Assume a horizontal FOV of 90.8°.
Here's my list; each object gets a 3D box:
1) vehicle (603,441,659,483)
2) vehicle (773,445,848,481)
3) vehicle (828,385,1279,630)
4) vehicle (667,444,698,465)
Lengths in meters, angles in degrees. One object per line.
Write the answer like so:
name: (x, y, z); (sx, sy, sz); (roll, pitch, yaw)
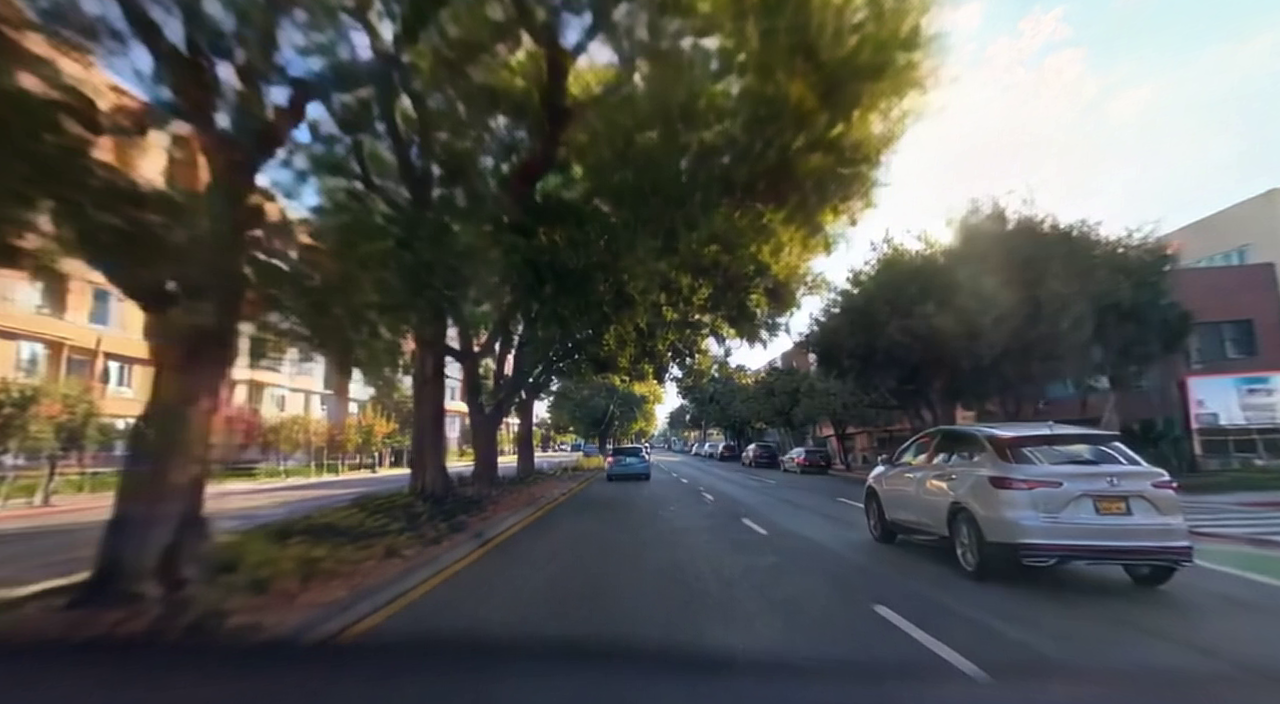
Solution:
vehicle: (-0.326, 4.214, 24.491); (2.006, 1.487, 3.535); (0, -9, 0)
vehicle: (7.505, 4.913, 28.284); (1.962, 1.484, 4.644); (0, -9, -2)
vehicle: (3.614, 1.402, 6.579); (1.949, 1.723, 4.020); (0, -9, -1)
vehicle: (3.155, 7.755, 47.971); (1.910, 1.474, 4.003); (0, -9, -3)
